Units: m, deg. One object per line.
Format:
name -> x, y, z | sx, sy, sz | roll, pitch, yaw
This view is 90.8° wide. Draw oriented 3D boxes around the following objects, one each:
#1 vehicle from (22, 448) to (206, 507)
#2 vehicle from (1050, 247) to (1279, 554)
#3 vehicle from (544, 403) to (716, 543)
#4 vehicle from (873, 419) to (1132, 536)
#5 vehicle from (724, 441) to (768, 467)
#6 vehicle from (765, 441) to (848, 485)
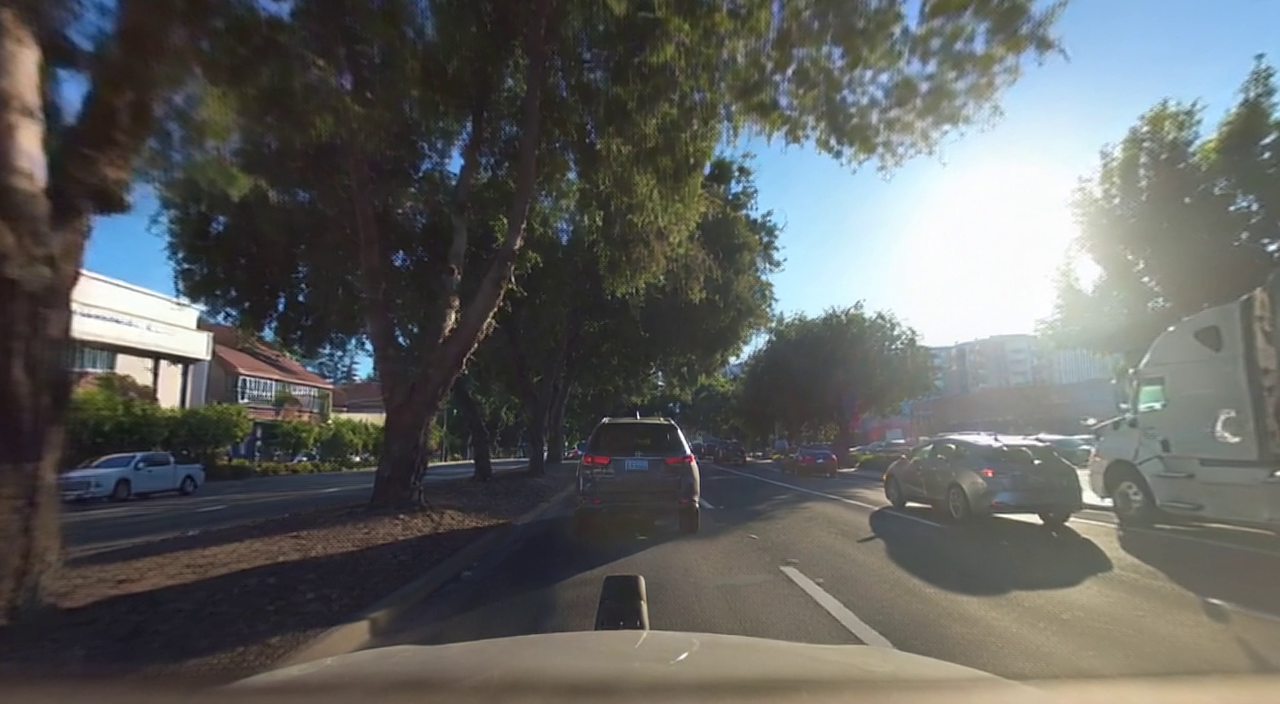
vehicle -> -19.292, 4.574, 23.644 | 2.302, 1.939, 5.221 | 0, -9, 1
vehicle -> 9.988, 0.678, 8.637 | 3.030, 4.019, 8.420 | 0, -9, 0
vehicle -> -0.161, 1.958, 10.744 | 2.320, 1.880, 4.192 | 0, -9, -1
vehicle -> 6.181, 2.185, 11.597 | 2.056, 1.703, 4.428 | 0, -9, -1
vehicle -> 6.534, 6.349, 39.380 | 1.914, 1.523, 4.287 | 0, -9, -1
vehicle -> 6.413, 4.305, 24.888 | 2.035, 1.553, 4.465 | 0, -9, 0
